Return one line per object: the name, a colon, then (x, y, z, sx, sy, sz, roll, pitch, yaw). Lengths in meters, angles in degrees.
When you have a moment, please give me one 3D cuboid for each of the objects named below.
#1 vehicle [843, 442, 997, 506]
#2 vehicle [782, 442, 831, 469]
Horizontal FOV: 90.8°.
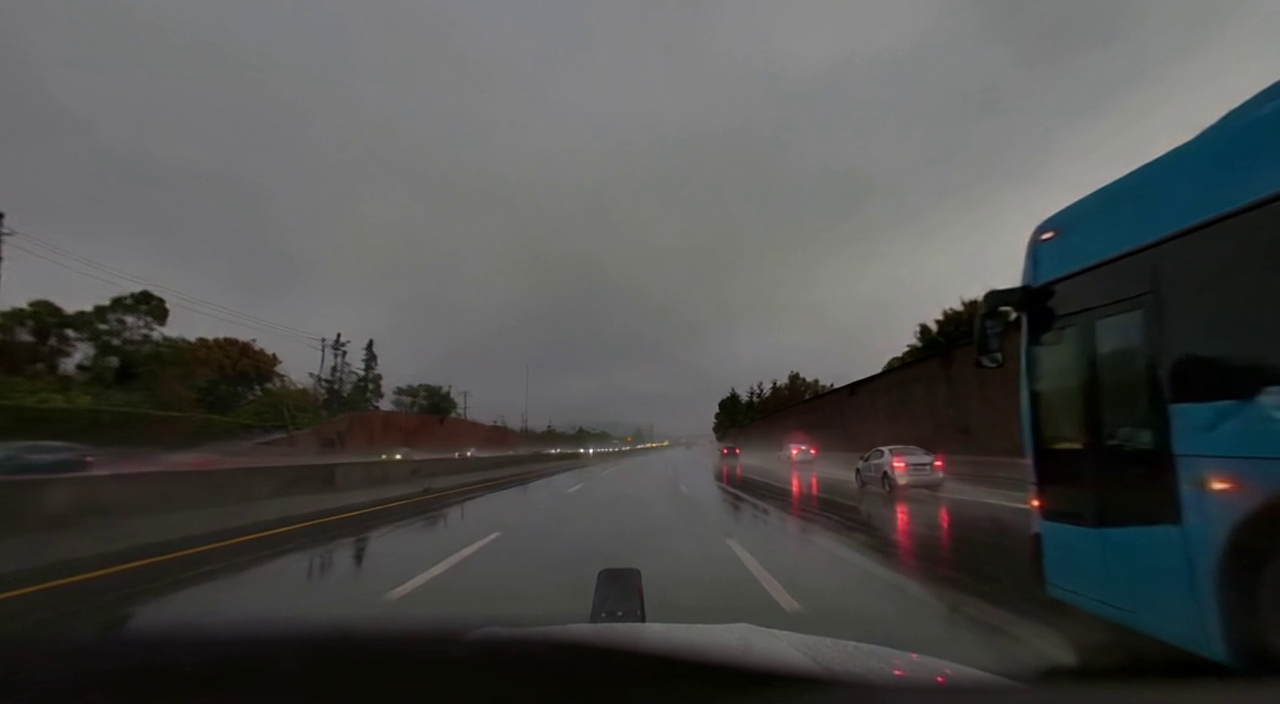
vehicle: (7.362, 3.235, 17.252, 2.047, 1.479, 4.593, 0, -9, -1)
vehicle: (11.418, 7.150, 43.658, 2.151, 1.734, 4.519, 0, -9, 0)
